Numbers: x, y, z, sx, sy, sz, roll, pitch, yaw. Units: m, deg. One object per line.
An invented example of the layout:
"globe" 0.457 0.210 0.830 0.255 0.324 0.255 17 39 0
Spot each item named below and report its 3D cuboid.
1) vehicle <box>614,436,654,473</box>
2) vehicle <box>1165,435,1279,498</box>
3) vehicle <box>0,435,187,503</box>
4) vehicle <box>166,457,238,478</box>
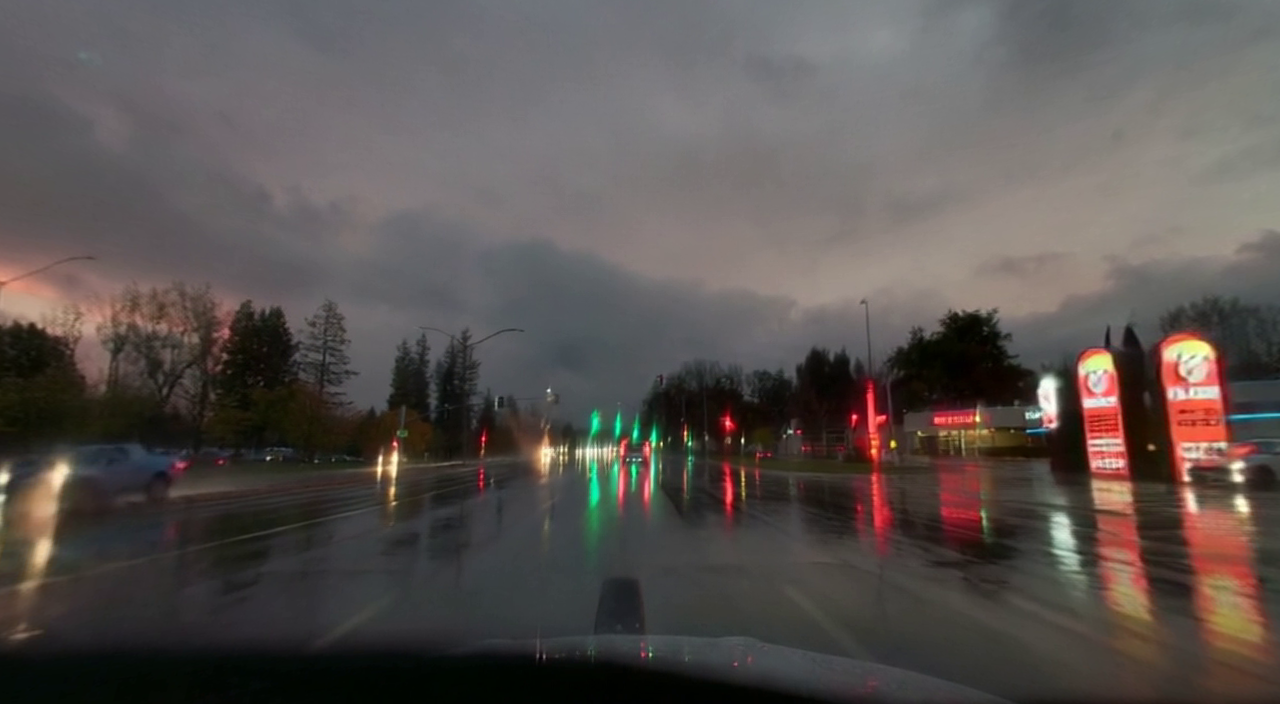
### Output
"vehicle" -0.319 5.807 35.965 2.096 1.961 4.259 0 -8 0
"vehicle" 16.210 2.874 16.083 4.026 1.463 1.826 -1 -10 -2
"vehicle" -19.973 4.091 22.823 2.492 2.083 6.312 0 -8 0
"vehicle" -32.185 8.500 46.517 3.791 1.473 1.942 0 -8 -2
